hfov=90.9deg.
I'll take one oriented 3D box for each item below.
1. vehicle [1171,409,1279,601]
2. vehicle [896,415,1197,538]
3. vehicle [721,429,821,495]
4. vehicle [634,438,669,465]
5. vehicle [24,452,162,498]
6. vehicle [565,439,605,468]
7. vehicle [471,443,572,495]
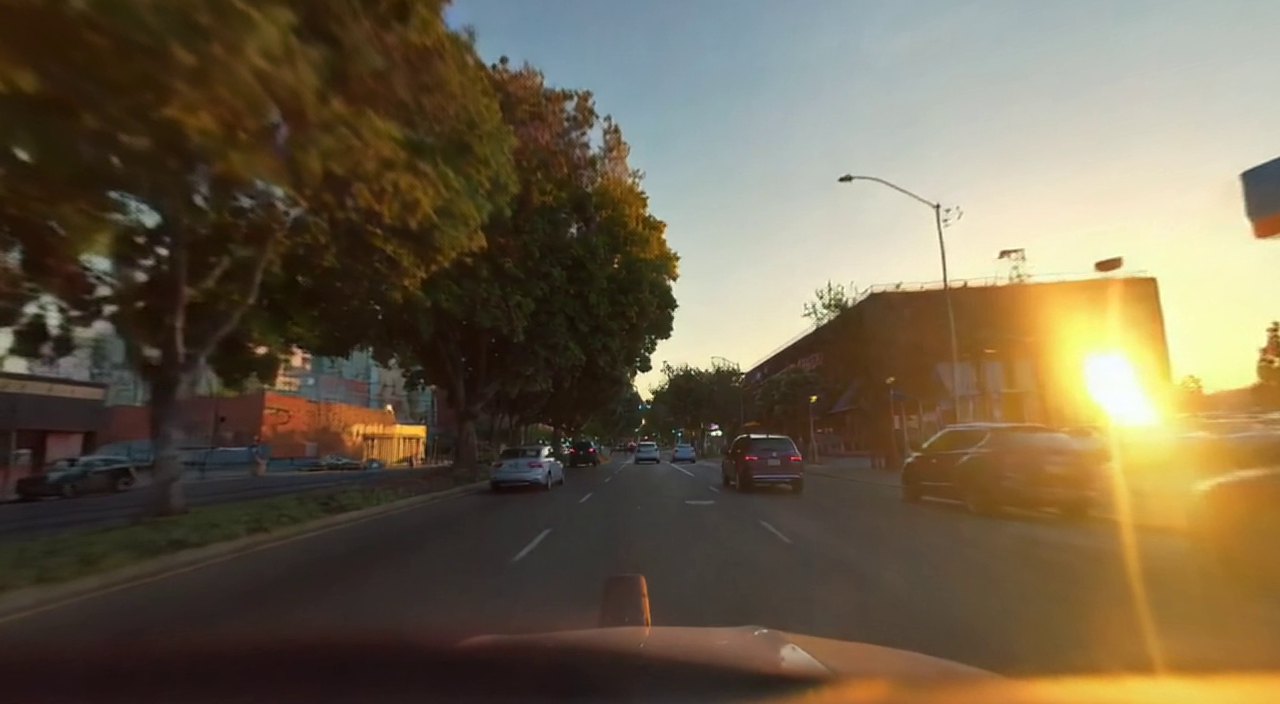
[{"bbox_3d":[6.884,1.183,4.367,2.417,1.736,5.043,-1,-9,7],"label":"vehicle"},{"bbox_3d":[7.102,2.212,11.983,2.189,1.783,5.122,1,-8,-2],"label":"vehicle"},{"bbox_3d":[3.765,3.255,19.055,1.980,1.709,4.813,0,-8,0],"label":"vehicle"},{"bbox_3d":[0.728,6.559,41.552,2.192,1.674,4.124,0,-8,0],"label":"vehicle"},{"bbox_3d":[-22.195,4.948,25.835,1.821,1.645,4.211,0,-8,1],"label":"vehicle"},{"bbox_3d":[-3.241,6.093,37.976,1.988,1.645,3.995,0,-8,1],"label":"vehicle"},{"bbox_3d":[-3.349,3.383,18.726,2.013,1.354,4.393,0,-8,2],"label":"vehicle"}]
